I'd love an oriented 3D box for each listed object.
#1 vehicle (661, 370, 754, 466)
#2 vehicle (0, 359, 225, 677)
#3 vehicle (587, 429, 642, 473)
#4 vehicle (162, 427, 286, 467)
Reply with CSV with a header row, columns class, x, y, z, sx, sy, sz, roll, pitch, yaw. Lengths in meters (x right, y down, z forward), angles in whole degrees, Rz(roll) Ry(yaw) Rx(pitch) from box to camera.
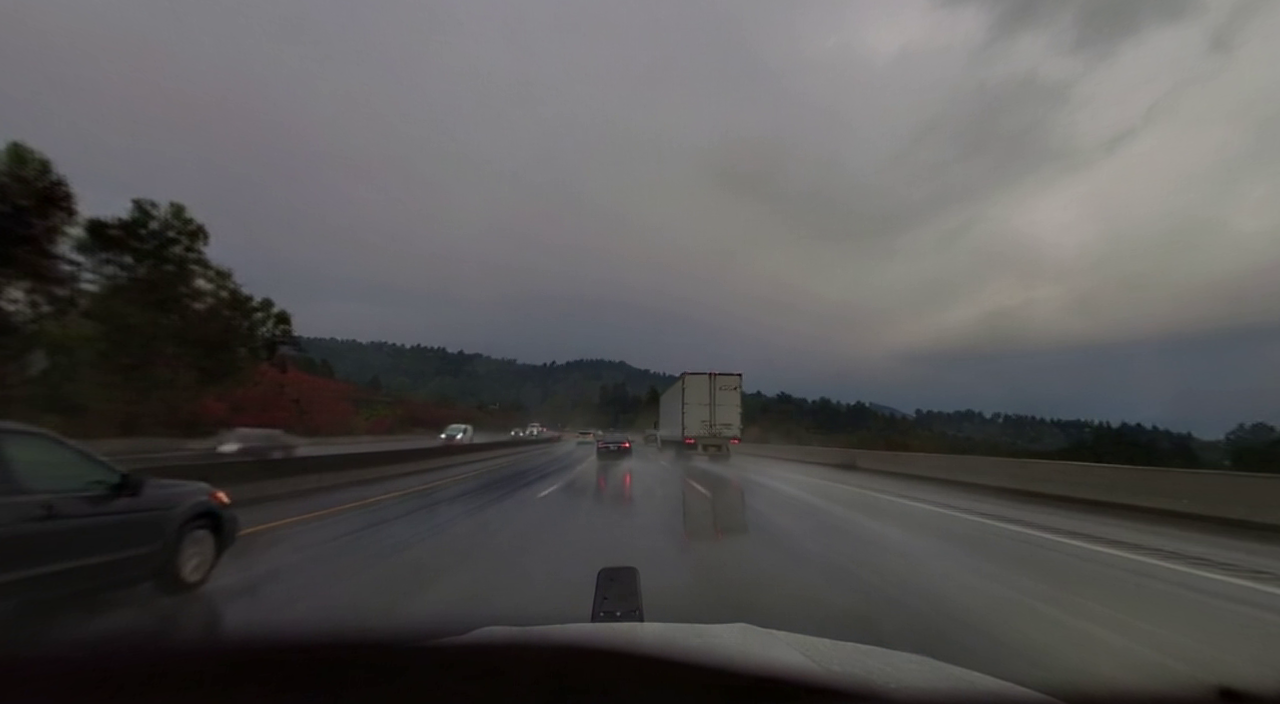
class,x,y,z,sx,sy,sz,roll,pitch,yaw
vehicle,3.114,3.828,34.253,2.946,4.111,14.652,0,-8,-2
vehicle,-4.581,0.822,2.810,2.264,1.699,4.648,0,-8,0
vehicle,-0.996,3.936,25.194,2.048,1.563,4.087,0,-8,-2
vehicle,-17.588,4.051,26.899,2.131,1.536,4.656,0,-8,0
